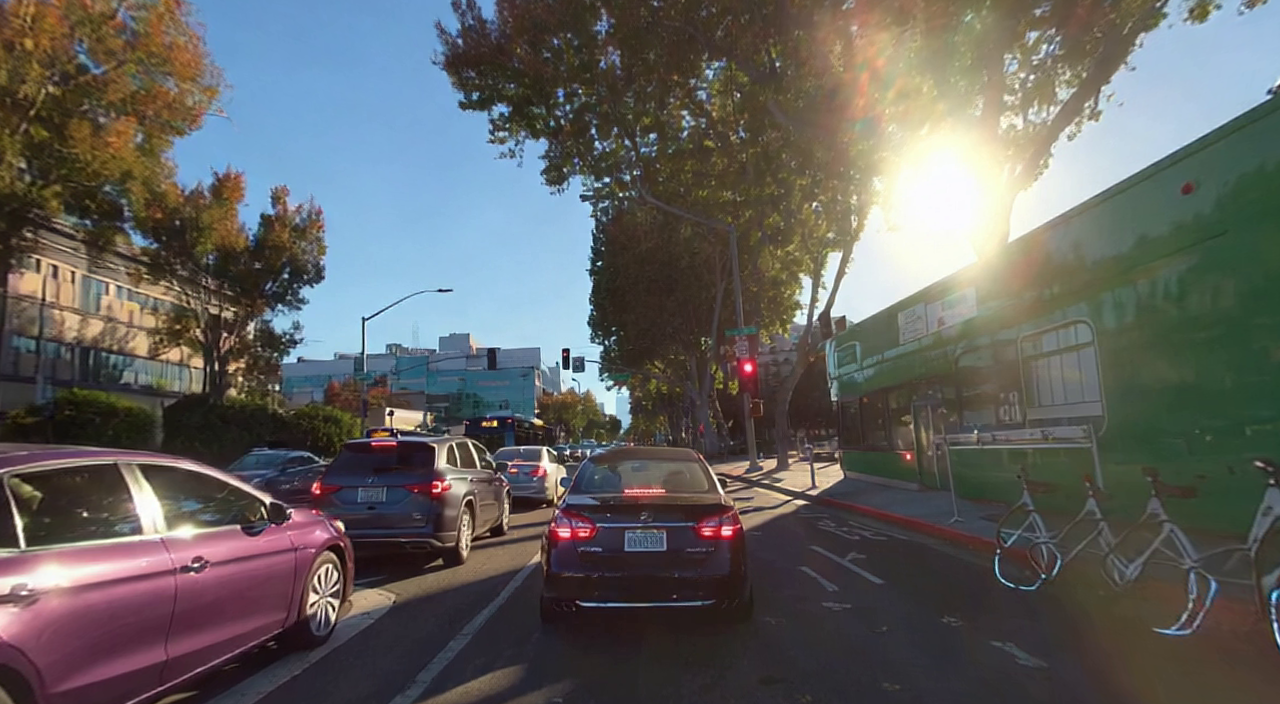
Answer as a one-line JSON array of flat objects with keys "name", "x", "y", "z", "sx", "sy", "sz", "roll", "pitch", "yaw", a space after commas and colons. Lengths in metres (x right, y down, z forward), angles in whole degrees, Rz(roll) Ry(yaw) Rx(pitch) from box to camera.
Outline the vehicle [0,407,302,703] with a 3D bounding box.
[{"name": "vehicle", "x": -3.169, "y": 0.878, "z": 1.748, "sx": 1.867, "sy": 1.486, "sz": 4.452, "roll": 0, "pitch": -8, "yaw": 2}]

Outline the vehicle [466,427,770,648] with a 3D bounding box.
[{"name": "vehicle", "x": -0.136, "y": 1.526, "z": 6.178, "sx": 2.031, "sy": 1.461, "sz": 3.763, "roll": 0, "pitch": -8, "yaw": 1}]

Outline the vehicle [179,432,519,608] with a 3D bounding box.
[{"name": "vehicle", "x": -2.918, "y": 1.758, "z": 7.640, "sx": 1.944, "sy": 1.481, "sz": 4.385, "roll": 0, "pitch": -8, "yaw": 1}]
